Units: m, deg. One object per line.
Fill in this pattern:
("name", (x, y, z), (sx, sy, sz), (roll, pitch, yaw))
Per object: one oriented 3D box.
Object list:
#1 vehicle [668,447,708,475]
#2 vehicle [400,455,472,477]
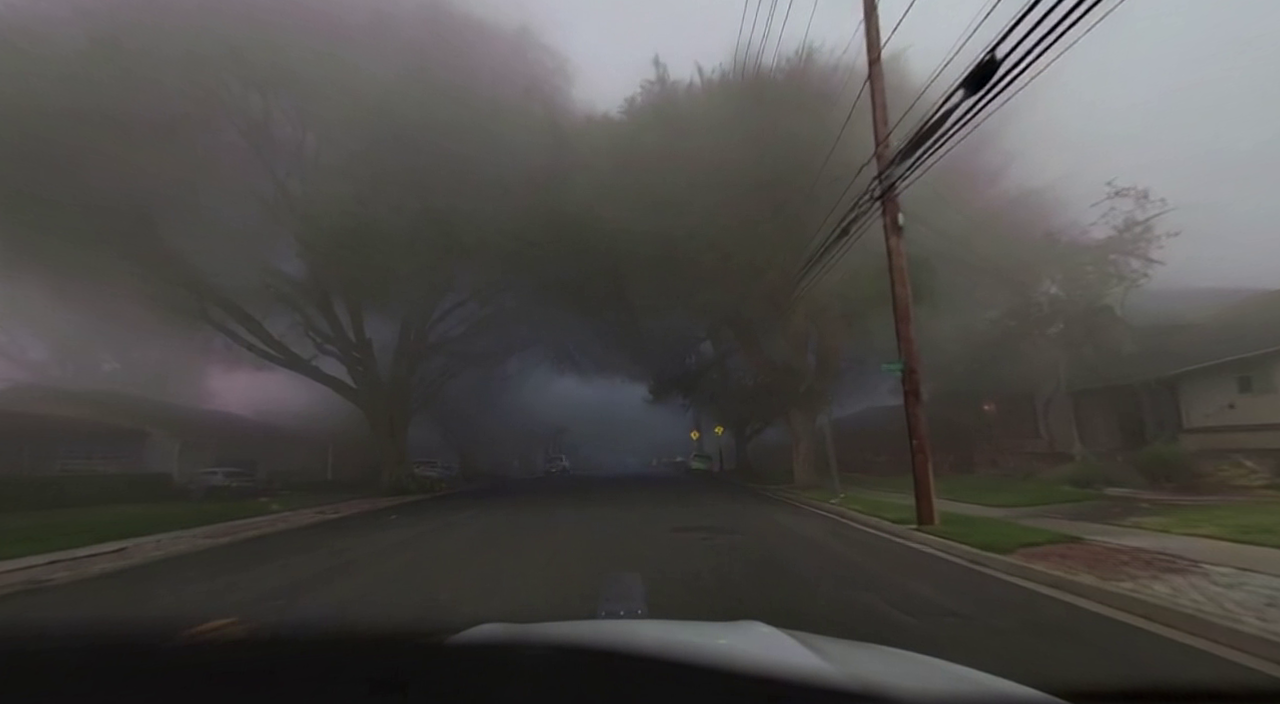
("vehicle", (3.135, 7.201, 41.843), (2.128, 1.724, 4.492), (0, -9, -2))
("vehicle", (-14.964, 8.381, 46.578), (4.647, 1.497, 1.970), (0, -9, -2))
